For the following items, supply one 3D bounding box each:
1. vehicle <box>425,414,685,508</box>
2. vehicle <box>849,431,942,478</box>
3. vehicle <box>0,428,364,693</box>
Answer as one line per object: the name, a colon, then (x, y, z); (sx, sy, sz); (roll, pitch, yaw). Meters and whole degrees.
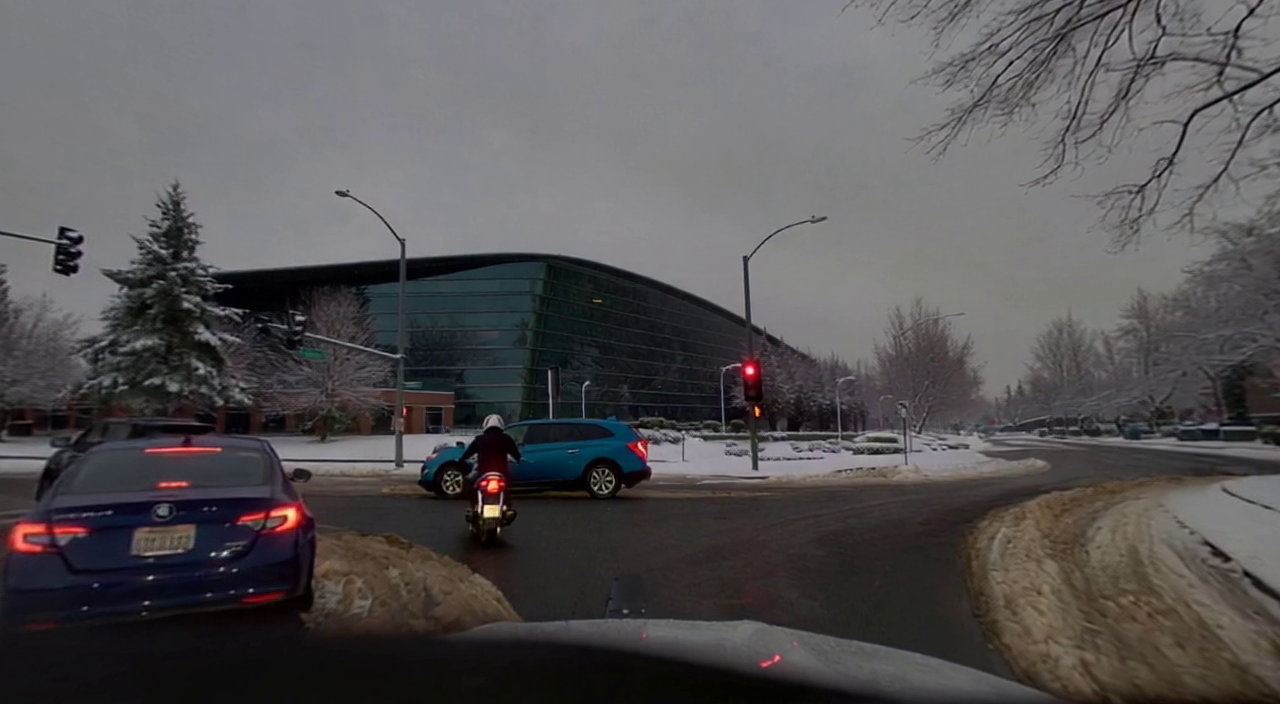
vehicle: (-2.068, 2.579, 15.333); (5.833, 1.960, 2.341); (2, -9, -17)
vehicle: (10.146, 3.993, 24.844); (2.084, 1.656, 4.583); (-7, -11, 38)
vehicle: (-4.110, 1.484, 5.724); (2.009, 1.450, 4.182); (6, -10, -35)
